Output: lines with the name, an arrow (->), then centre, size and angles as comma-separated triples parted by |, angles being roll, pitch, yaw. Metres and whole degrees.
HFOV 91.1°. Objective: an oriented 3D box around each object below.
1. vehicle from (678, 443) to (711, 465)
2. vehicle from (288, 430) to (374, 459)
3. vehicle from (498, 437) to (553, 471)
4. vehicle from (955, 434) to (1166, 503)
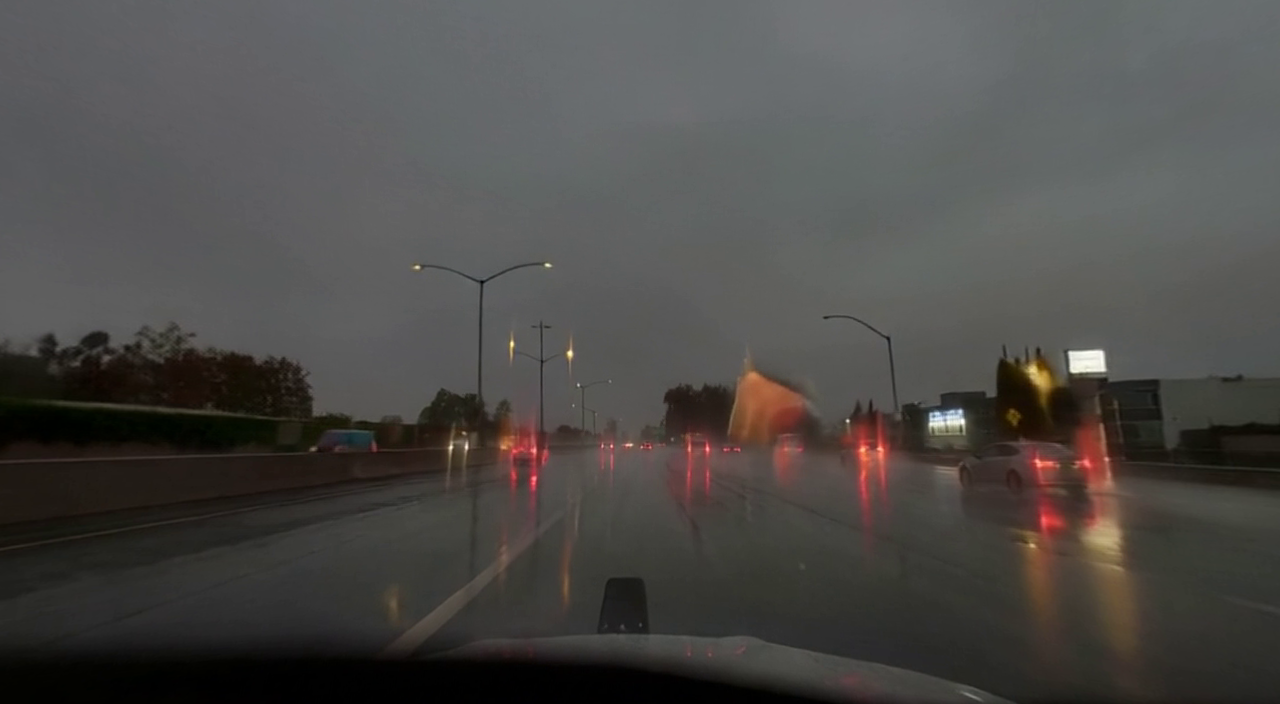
vehicle -> 3.702, 7.012, 43.161 | 1.950, 1.453, 3.378 | 0, -9, -1
vehicle -> -21.296, 6.454, 43.672 | 2.837, 1.878, 6.106 | 0, -9, 0
vehicle -> -6.278, 5.664, 34.956 | 2.091, 1.746, 4.437 | 0, -8, 1
vehicle -> 10.225, 2.861, 15.882 | 1.979, 1.467, 4.839 | 0, -8, -1
